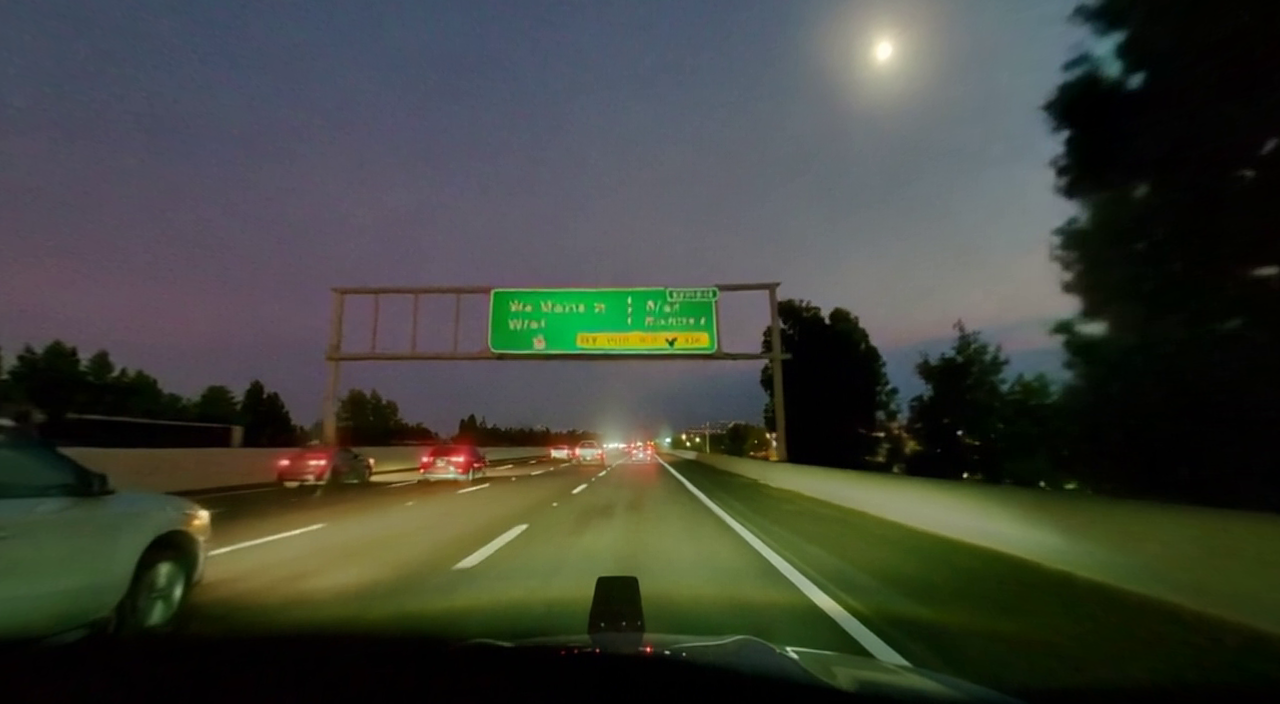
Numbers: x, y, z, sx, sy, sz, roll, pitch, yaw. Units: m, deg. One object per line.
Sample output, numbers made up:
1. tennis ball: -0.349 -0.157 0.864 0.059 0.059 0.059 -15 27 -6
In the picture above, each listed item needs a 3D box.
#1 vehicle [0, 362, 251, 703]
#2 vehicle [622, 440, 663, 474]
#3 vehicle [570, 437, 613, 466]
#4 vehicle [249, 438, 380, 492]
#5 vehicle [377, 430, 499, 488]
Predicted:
1. vehicle: -4.152 0.832 2.445 2.136 1.718 4.873 0 -9 0
2. vehicle: 0.134 5.803 35.119 2.135 1.697 4.757 0 -8 0
3. vehicle: -3.622 7.599 48.283 2.751 2.050 5.761 0 -8 1
4. vehicle: -11.525 4.006 22.822 2.187 1.726 4.634 0 -9 1
5. vehicle: -7.390 4.019 24.001 2.521 1.901 5.988 0 -8 2
